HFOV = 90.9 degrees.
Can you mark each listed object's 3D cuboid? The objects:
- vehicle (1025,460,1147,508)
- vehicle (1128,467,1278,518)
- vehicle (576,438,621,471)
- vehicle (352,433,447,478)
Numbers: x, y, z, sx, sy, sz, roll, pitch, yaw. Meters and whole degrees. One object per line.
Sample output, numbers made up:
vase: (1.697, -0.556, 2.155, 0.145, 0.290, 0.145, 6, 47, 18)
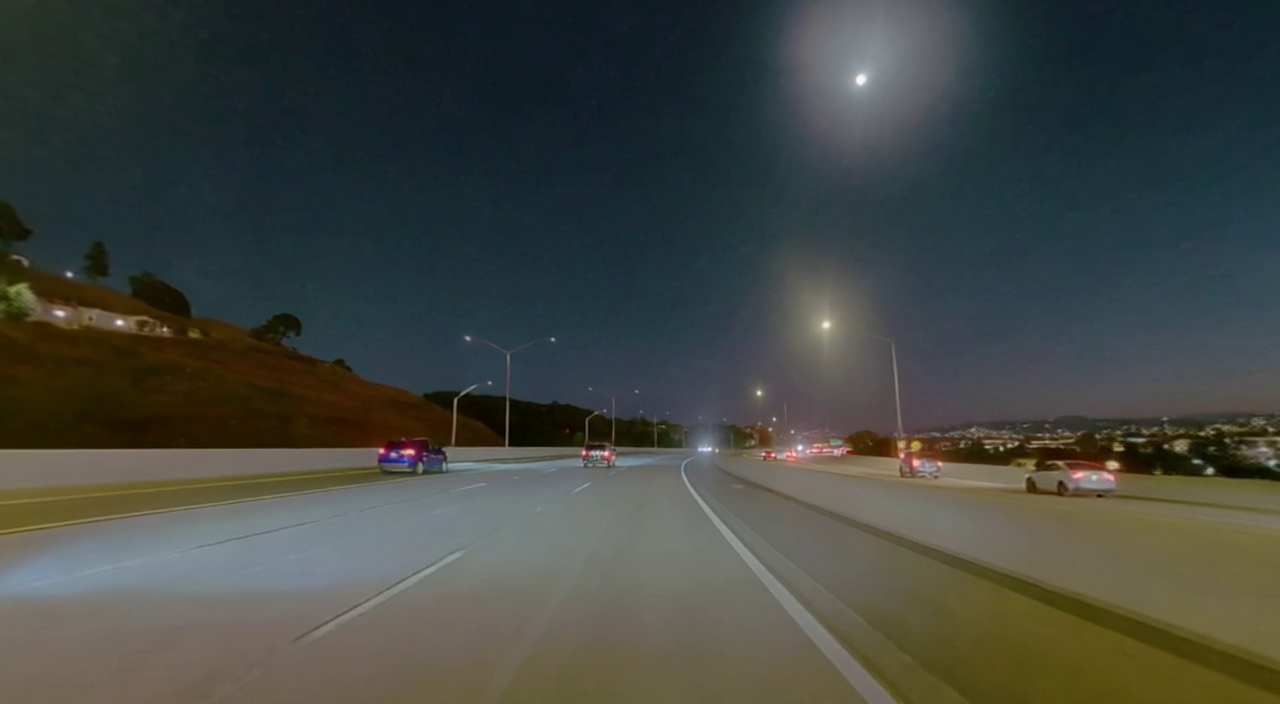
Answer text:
vehicle: (17.196, 5.065, 24.629, 1.786, 1.559, 4.496, -1, -8, 5)
vehicle: (21.500, 5.330, 24.396, 2.010, 1.620, 4.347, -1, -8, 5)
vehicle: (-2.334, 5.916, 36.456, 2.028, 1.782, 4.150, -1, -8, 4)
vehicle: (-10.207, 4.427, 27.204, 2.039, 1.746, 4.528, -1, -8, 4)
